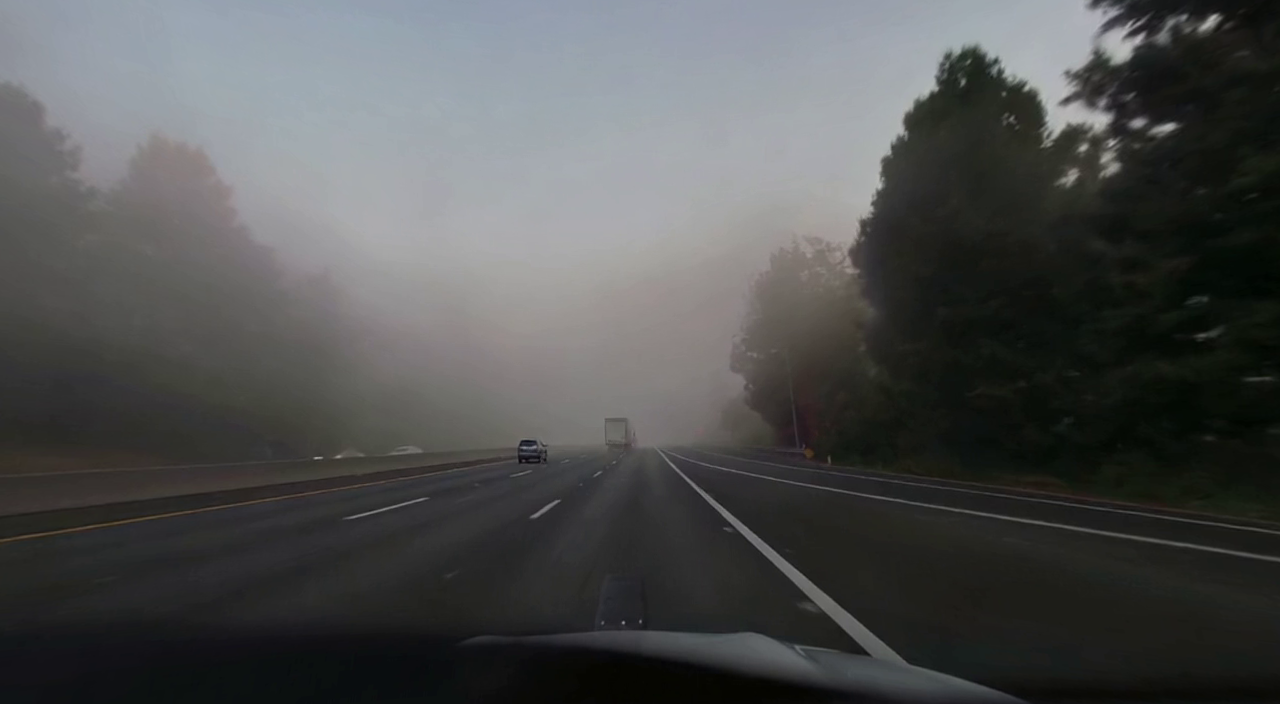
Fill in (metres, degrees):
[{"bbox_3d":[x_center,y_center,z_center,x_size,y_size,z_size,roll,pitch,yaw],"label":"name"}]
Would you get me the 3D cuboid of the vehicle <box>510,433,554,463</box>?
[{"bbox_3d":[-7.082,6.353,41.857,2.043,1.828,4.436,0,-8,2],"label":"vehicle"}]
